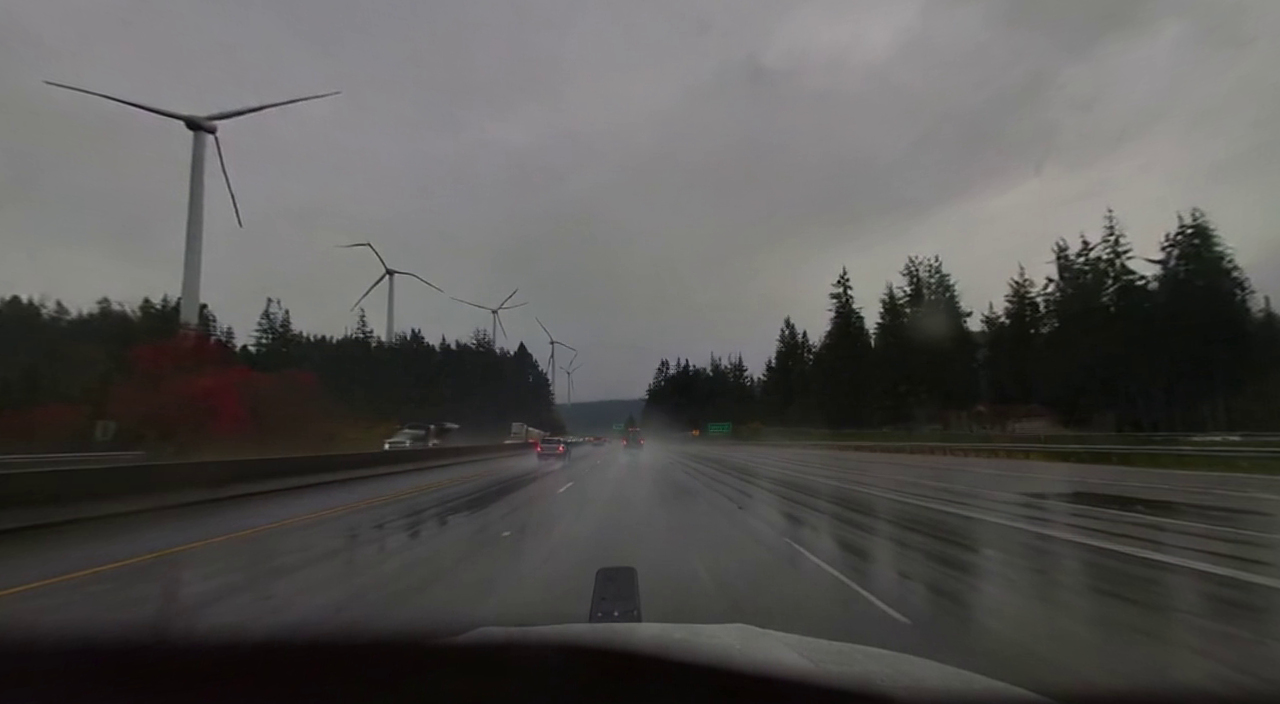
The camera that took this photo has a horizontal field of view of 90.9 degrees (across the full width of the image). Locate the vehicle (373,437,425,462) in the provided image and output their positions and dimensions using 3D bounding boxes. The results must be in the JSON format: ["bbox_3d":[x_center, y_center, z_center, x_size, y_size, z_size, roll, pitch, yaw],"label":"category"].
[{"bbox_3d":[-16.962,6.853,44.566,2.020,1.629,4.222,0,-8,0],"label":"vehicle"}]

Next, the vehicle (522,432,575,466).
[{"bbox_3d":[-4.315,4.616,30.184,1.950,1.511,3.965,0,-8,0],"label":"vehicle"}]
